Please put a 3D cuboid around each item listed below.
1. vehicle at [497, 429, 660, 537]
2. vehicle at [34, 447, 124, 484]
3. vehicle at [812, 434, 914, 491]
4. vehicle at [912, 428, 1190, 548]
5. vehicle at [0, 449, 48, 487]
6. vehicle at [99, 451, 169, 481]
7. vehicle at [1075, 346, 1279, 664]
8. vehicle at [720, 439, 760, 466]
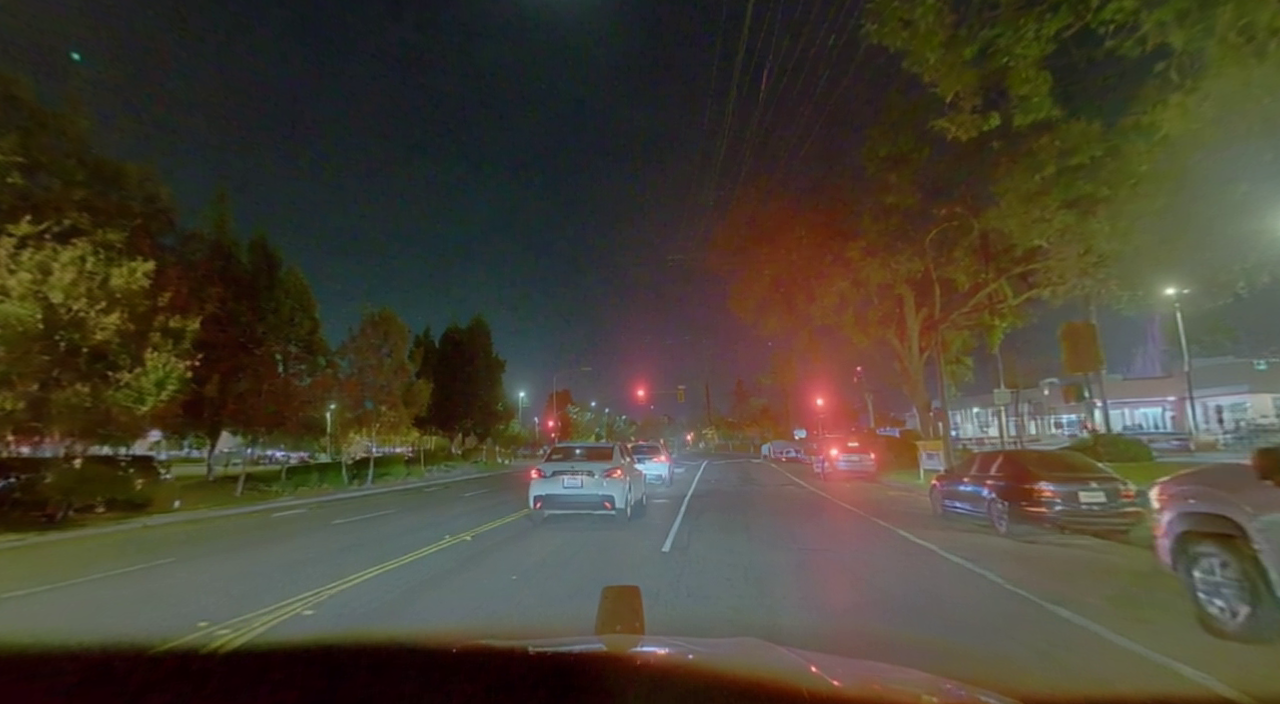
[{"bbox_3d":[-0.817,2.169,11.139,1.968,1.497,4.286,-1,-8,7],"label":"vehicle"},{"bbox_3d":[-26.535,5.299,29.877,4.127,1.583,1.978,-5,-10,32],"label":"vehicle"},{"bbox_3d":[6.605,3.302,19.235,1.910,1.493,4.490,-1,-8,6],"label":"vehicle"},{"bbox_3d":[6.124,2.033,10.215,1.857,1.483,4.430,-1,-8,6],"label":"vehicle"},{"bbox_3d":[-27.081,4.925,27.027,3.865,1.499,1.804,-7,-11,38],"label":"vehicle"},{"bbox_3d":[-25.956,5.794,32.374,3.527,1.390,1.681,-5,-10,33],"label":"vehicle"},{"bbox_3d":[4.946,0.789,2.881,2.324,1.907,5.634,-1,-8,6],"label":"vehicle"},{"bbox_3d":[5.809,5.906,37.313,2.095,1.473,4.301,-1,-8,6],"label":"vehicle"}]
